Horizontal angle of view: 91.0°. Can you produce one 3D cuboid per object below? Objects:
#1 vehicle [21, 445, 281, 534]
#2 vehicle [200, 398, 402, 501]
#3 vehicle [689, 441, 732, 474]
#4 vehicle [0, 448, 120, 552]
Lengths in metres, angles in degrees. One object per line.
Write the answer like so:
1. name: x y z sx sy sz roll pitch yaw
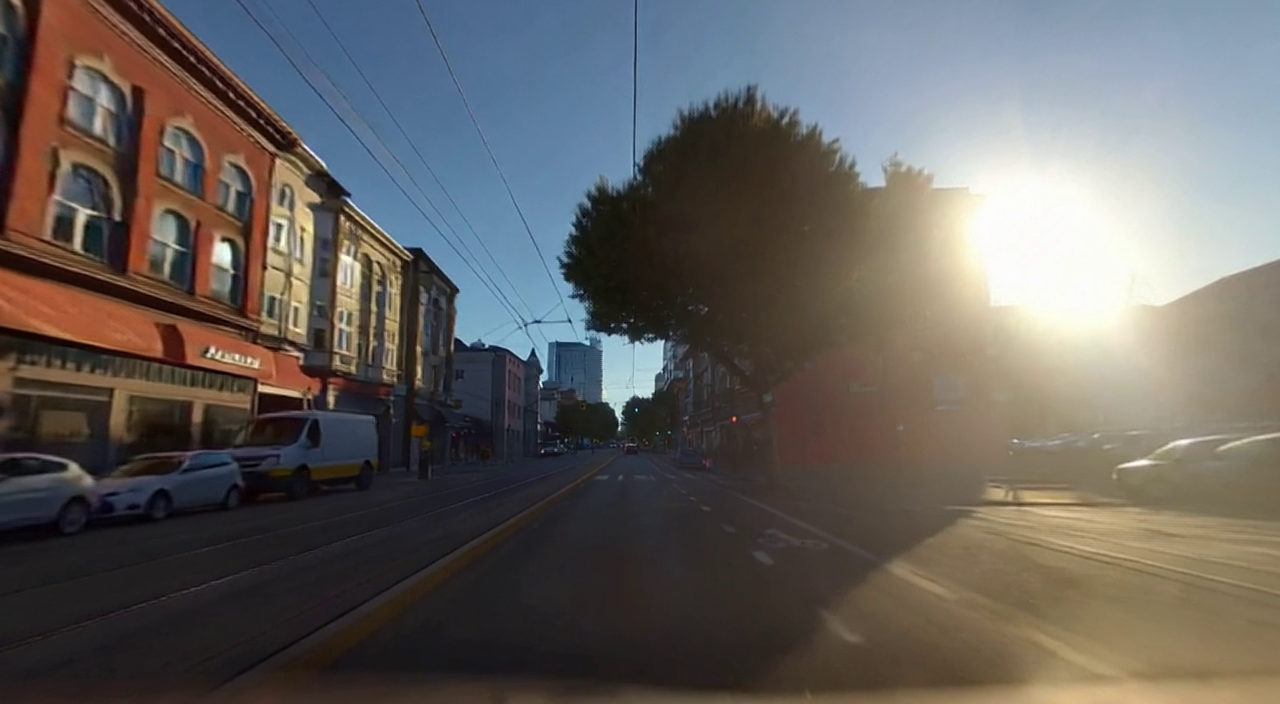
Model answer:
1. vehicle: -10.219 2.840 13.821 1.789 1.484 4.916 -2 -8 0
2. vehicle: -10.677 3.186 21.038 2.378 2.765 7.920 0 -8 -1
3. vehicle: 3.529 5.312 32.034 1.819 1.546 3.681 -1 -8 1
4. vehicle: -10.098 2.132 8.983 1.897 1.464 4.209 0 -8 -3
